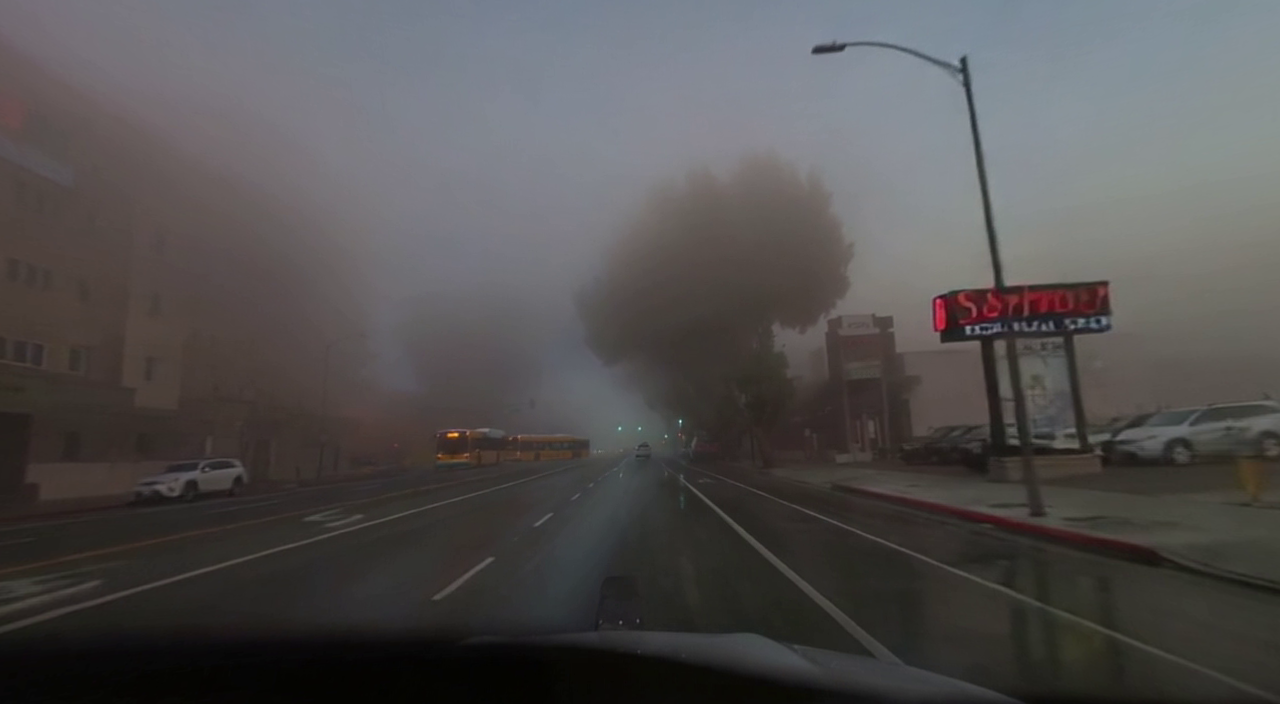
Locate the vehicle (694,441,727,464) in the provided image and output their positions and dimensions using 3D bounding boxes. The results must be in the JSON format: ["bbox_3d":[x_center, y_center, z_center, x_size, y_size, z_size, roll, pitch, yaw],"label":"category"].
[{"bbox_3d":[5.286,7.626,47.805,2.014,1.681,4.332,0,-9,0],"label":"vehicle"}]

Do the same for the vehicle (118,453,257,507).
[{"bbox_3d":[-17.387,4.887,24.566,1.896,1.844,4.620,0,-9,1],"label":"vehicle"}]

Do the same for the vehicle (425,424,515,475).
[{"bbox_3d":[-12.556,7.428,48.202,3.356,3.365,12.460,0,-9,0],"label":"vehicle"}]
